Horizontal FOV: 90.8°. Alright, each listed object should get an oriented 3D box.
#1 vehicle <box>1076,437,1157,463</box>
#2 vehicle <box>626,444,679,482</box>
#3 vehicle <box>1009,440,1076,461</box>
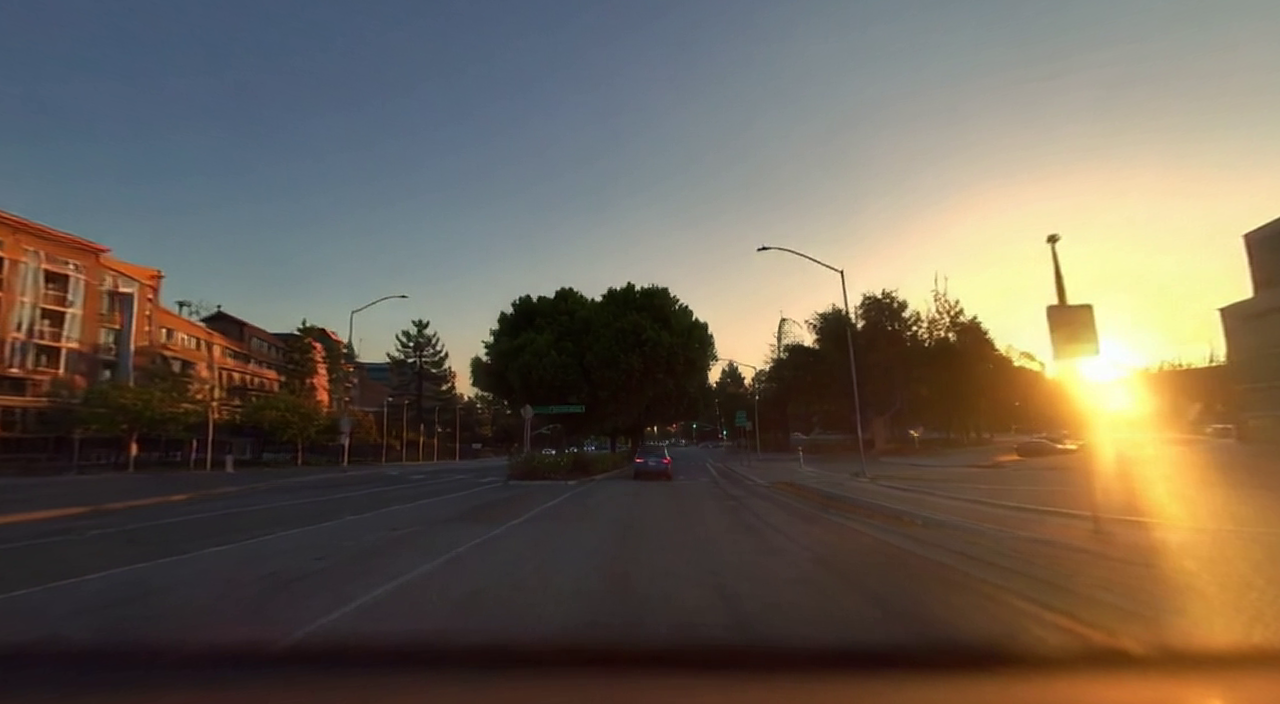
[{"bbox_3d":[34.520,7.060,45.953,1.984,1.750,4.798,0,-8,-2],"label":"vehicle"},{"bbox_3d":[0.578,4.808,27.567,2.133,1.481,4.276,0,-9,2],"label":"vehicle"},{"bbox_3d":[29.489,7.280,46.430,1.839,1.470,4.548,0,-9,-1],"label":"vehicle"}]
